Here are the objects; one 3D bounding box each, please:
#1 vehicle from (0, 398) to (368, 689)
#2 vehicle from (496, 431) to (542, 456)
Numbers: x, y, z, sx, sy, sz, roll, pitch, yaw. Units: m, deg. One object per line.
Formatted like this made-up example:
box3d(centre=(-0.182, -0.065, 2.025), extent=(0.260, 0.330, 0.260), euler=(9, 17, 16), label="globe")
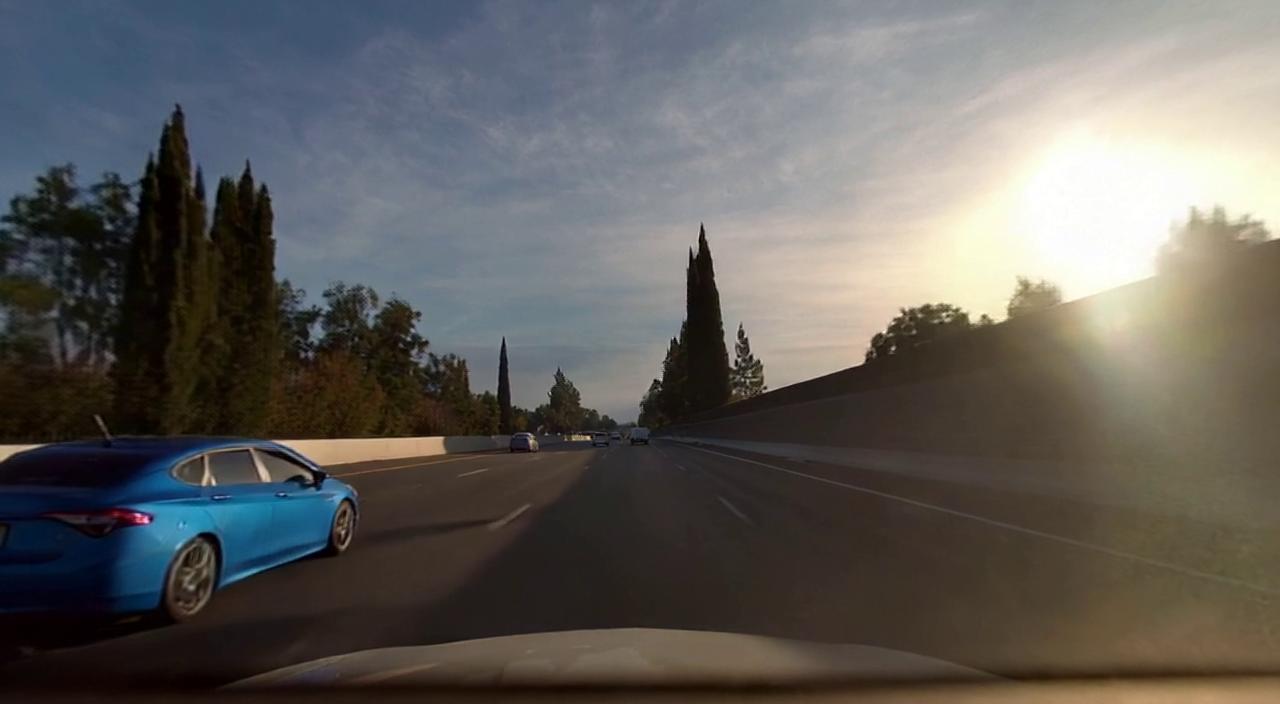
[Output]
box3d(centre=(-4.219, 1.255, 5.278), extent=(2.079, 1.500, 3.881), euler=(0, -8, 1), label="vehicle")
box3d(centre=(-8.004, 6.107, 42.093), extent=(2.053, 1.582, 4.878), euler=(0, -8, 1), label="vehicle")
